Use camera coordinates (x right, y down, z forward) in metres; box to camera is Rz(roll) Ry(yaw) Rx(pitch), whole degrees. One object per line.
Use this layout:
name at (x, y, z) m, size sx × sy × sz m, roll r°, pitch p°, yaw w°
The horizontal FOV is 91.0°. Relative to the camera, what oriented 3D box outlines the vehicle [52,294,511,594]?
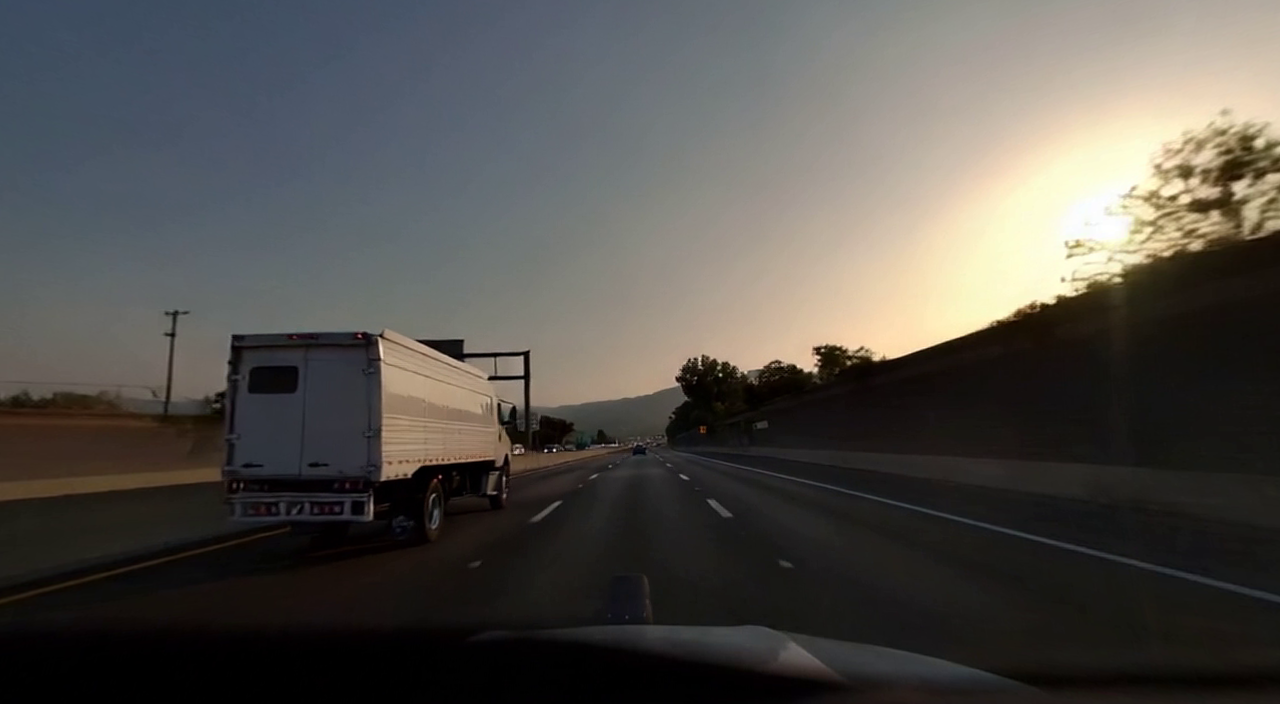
vehicle at (-3.746, 1.238, 8.815) m, size 2.443 × 2.586 × 6.701 m, roll 0°, pitch -8°, yaw 0°
